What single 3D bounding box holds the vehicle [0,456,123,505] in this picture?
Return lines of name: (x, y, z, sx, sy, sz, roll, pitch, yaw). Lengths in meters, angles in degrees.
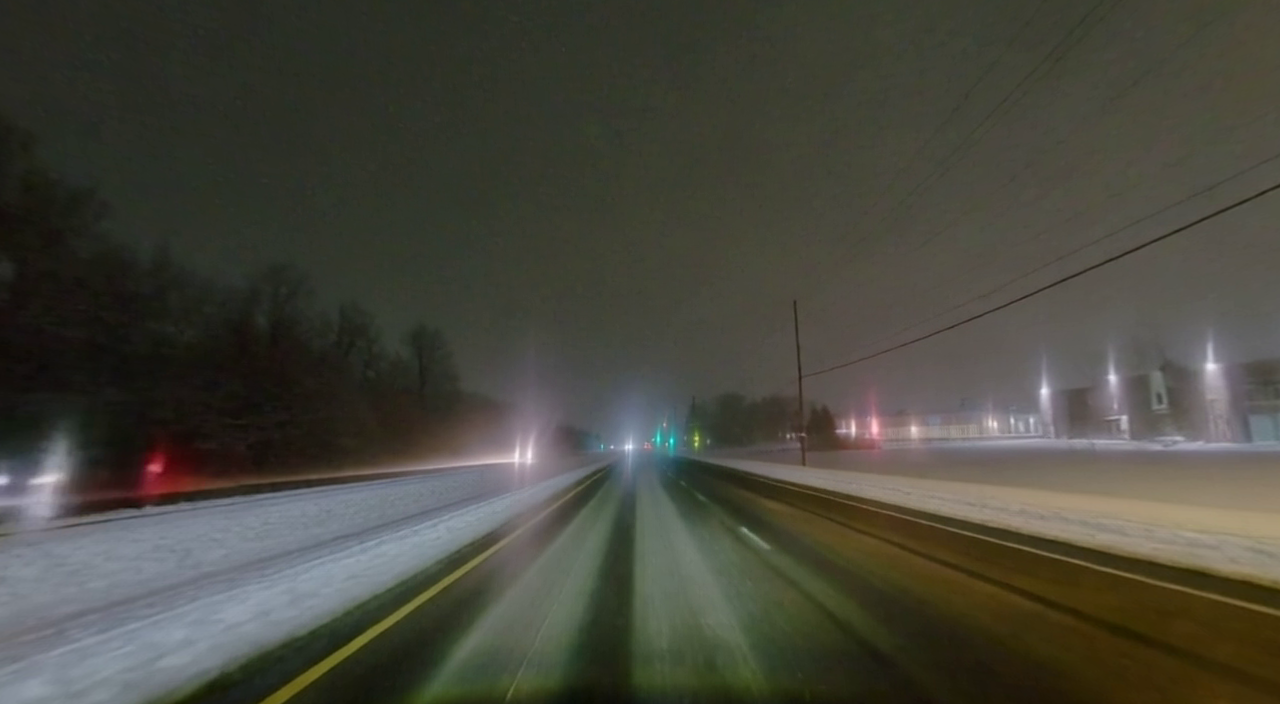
vehicle: (-21.433, 4.515, 22.546, 1.913, 1.457, 4.700, 0, -9, 0)
